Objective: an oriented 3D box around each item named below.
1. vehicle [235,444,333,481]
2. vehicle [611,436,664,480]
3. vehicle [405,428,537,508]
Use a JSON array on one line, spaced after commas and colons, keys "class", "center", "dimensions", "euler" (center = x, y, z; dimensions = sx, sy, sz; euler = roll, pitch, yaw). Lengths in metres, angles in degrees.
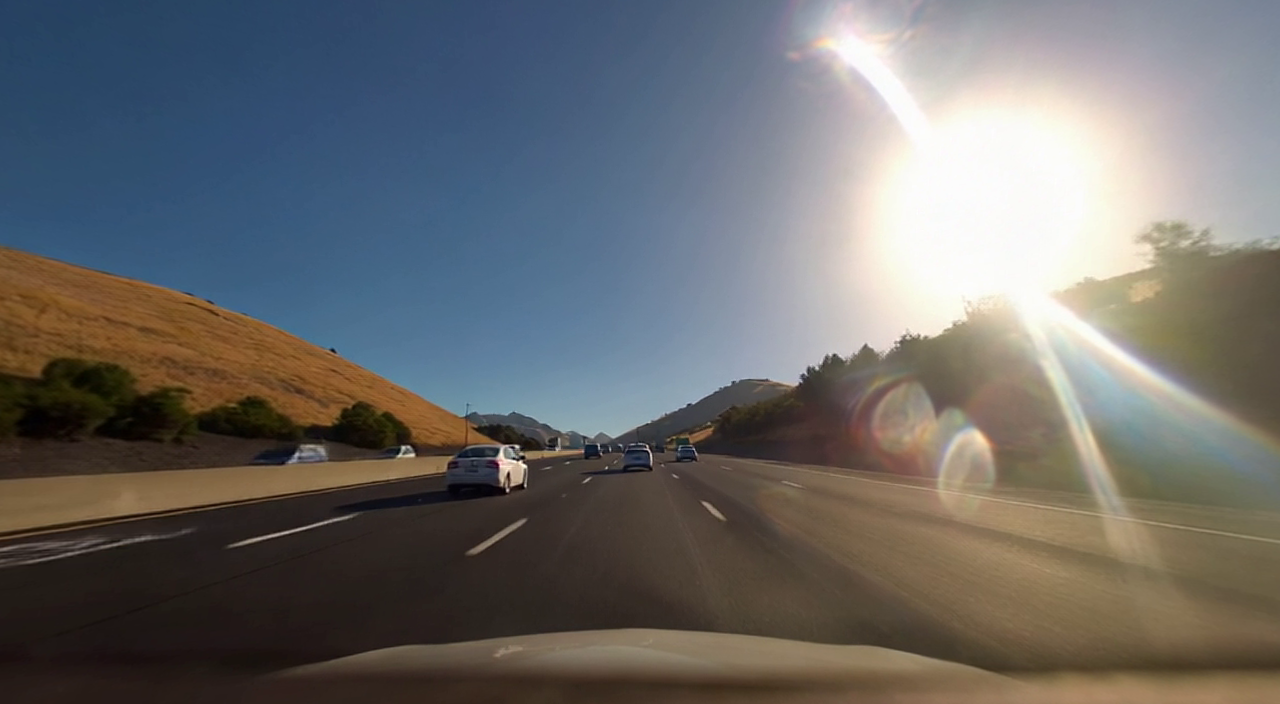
[{"class": "vehicle", "center": [-15.858, 4.918, 28.365], "dimensions": [1.819, 1.494, 4.366], "euler": [0, -8, 1]}, {"class": "vehicle", "center": [-0.083, 4.503, 27.028], "dimensions": [2.086, 1.685, 4.206], "euler": [0, -8, 0]}, {"class": "vehicle", "center": [-3.969, 2.796, 15.644], "dimensions": [2.076, 1.690, 4.113], "euler": [0, -8, 1]}]
